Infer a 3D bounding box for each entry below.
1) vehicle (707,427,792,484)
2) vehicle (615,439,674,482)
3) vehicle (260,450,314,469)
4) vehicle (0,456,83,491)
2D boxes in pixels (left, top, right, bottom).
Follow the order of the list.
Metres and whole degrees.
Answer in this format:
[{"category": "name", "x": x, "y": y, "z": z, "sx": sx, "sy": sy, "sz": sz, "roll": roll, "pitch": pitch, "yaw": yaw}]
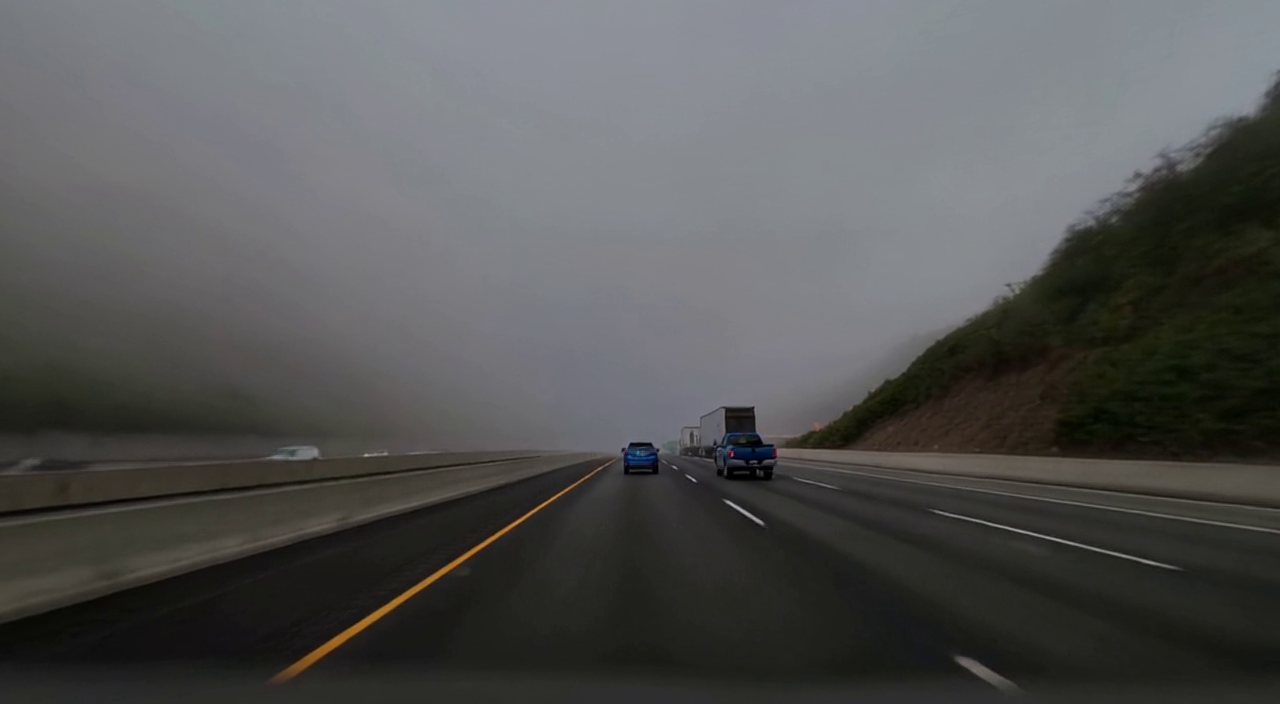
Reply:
[{"category": "vehicle", "x": 3.759, "y": 3.676, "z": 22.602, "sx": 2.098, "sy": 1.794, "sz": 4.561, "roll": 0, "pitch": -9, "yaw": -2}, {"category": "vehicle", "x": 0.124, "y": 4.103, "z": 24.205, "sx": 2.083, "sy": 1.477, "sz": 3.965, "roll": 0, "pitch": -9, "yaw": -1}, {"category": "vehicle", "x": -27.269, "y": 8.303, "z": 48.949, "sx": 1.730, "sy": 1.438, "sz": 4.205, "roll": 0, "pitch": -9, "yaw": 1}, {"category": "vehicle", "x": -27.790, "y": 5.394, "z": 28.252, "sx": 1.742, "sy": 1.441, "sz": 4.305, "roll": 0, "pitch": -9, "yaw": 1}]
